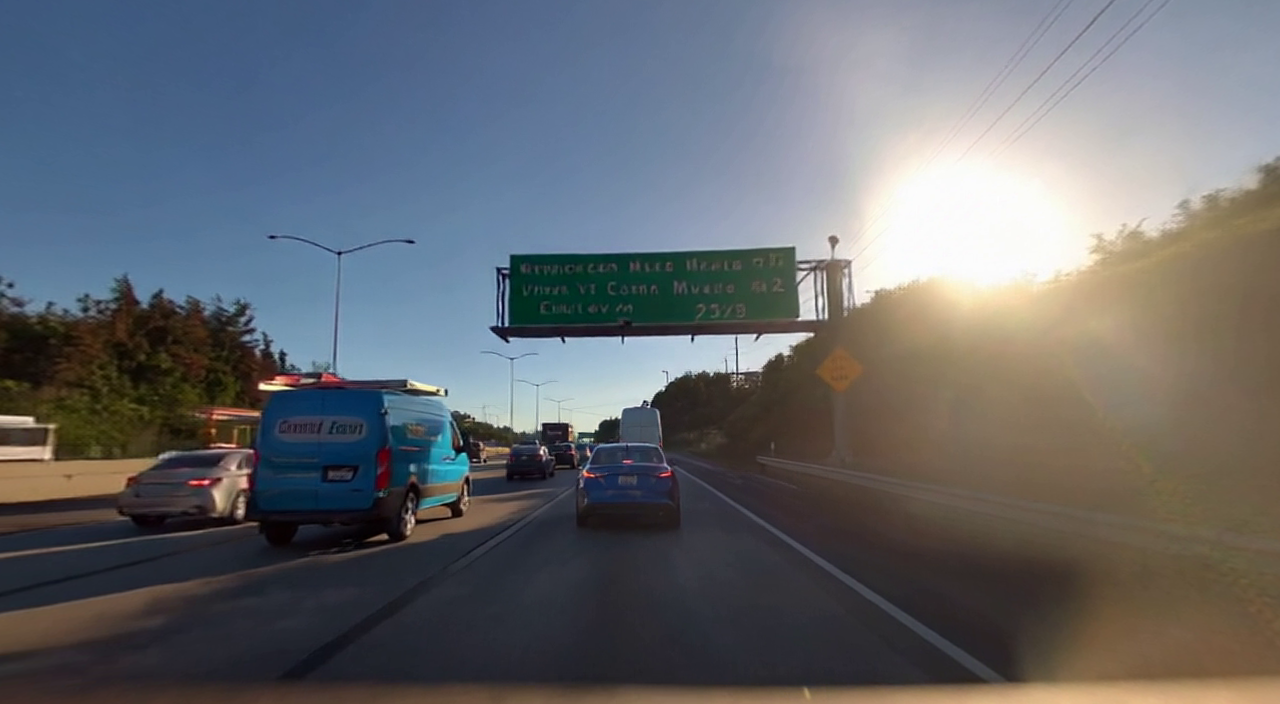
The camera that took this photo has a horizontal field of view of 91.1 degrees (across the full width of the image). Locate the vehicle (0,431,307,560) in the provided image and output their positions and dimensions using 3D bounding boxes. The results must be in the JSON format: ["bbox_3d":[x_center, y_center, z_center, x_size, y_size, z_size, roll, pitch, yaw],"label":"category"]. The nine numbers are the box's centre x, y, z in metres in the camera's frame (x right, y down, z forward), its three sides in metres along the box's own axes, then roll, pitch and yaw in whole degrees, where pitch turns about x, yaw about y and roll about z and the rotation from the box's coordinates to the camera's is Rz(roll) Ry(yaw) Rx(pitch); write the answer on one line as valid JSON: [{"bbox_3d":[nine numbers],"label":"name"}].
[{"bbox_3d":[-7.415,2.034,9.730,1.933,1.506,4.504,0,-8,1],"label":"vehicle"}]

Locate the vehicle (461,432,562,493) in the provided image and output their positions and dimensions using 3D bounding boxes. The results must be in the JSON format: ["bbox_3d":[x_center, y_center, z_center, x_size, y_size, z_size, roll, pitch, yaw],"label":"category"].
[{"bbox_3d":[-3.826,3.392,19.601,2.114,1.657,4.432,0,-8,2],"label":"vehicle"}]

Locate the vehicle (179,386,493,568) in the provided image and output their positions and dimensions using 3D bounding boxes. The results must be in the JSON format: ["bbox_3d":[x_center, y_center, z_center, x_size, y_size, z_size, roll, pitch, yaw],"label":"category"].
[{"bbox_3d":[-3.826,1.681,9.122,2.142,1.952,4.556,0,-8,2],"label":"vehicle"}]

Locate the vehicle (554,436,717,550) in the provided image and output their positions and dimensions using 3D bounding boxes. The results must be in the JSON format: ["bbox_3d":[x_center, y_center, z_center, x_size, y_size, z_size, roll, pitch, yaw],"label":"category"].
[{"bbox_3d":[-0.064,2.090,10.046,2.054,1.421,4.090,0,-8,0],"label":"vehicle"}]
